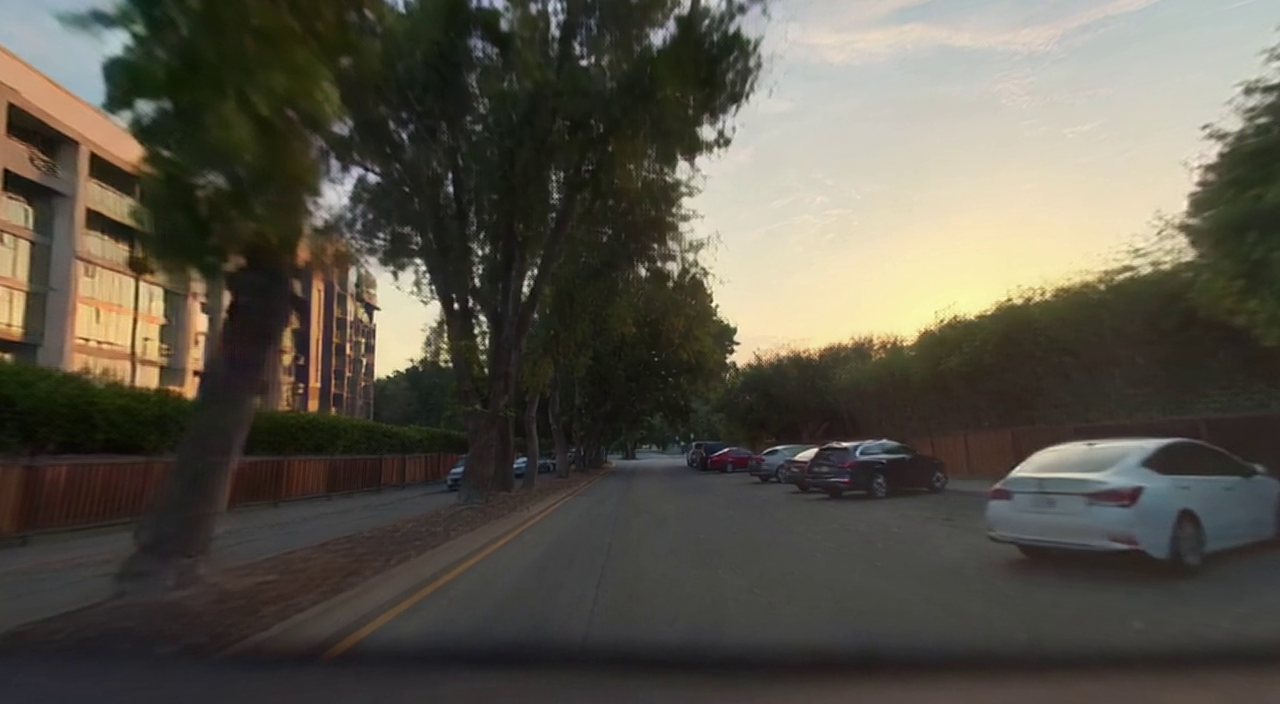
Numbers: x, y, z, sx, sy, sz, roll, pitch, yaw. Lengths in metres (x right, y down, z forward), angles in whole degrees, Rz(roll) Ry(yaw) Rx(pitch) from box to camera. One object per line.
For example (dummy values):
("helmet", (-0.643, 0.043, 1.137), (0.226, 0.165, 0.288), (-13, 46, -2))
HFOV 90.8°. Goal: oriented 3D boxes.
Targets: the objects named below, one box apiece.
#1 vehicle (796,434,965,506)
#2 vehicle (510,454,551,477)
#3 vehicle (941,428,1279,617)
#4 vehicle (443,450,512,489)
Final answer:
("vehicle", (6.396, 3.049, 16.801), (3.954, 1.666, 2.213), (5, -10, -33))
("vehicle", (-7.807, 8.116, 45.329), (1.911, 1.497, 4.738), (-1, -8, 2))
("vehicle", (5.508, 1.633, 6.941), (3.752, 1.494, 2.083), (4, -10, -29))
("vehicle", (-7.823, 5.676, 30.851), (2.172, 1.707, 4.273), (0, -8, 1))
